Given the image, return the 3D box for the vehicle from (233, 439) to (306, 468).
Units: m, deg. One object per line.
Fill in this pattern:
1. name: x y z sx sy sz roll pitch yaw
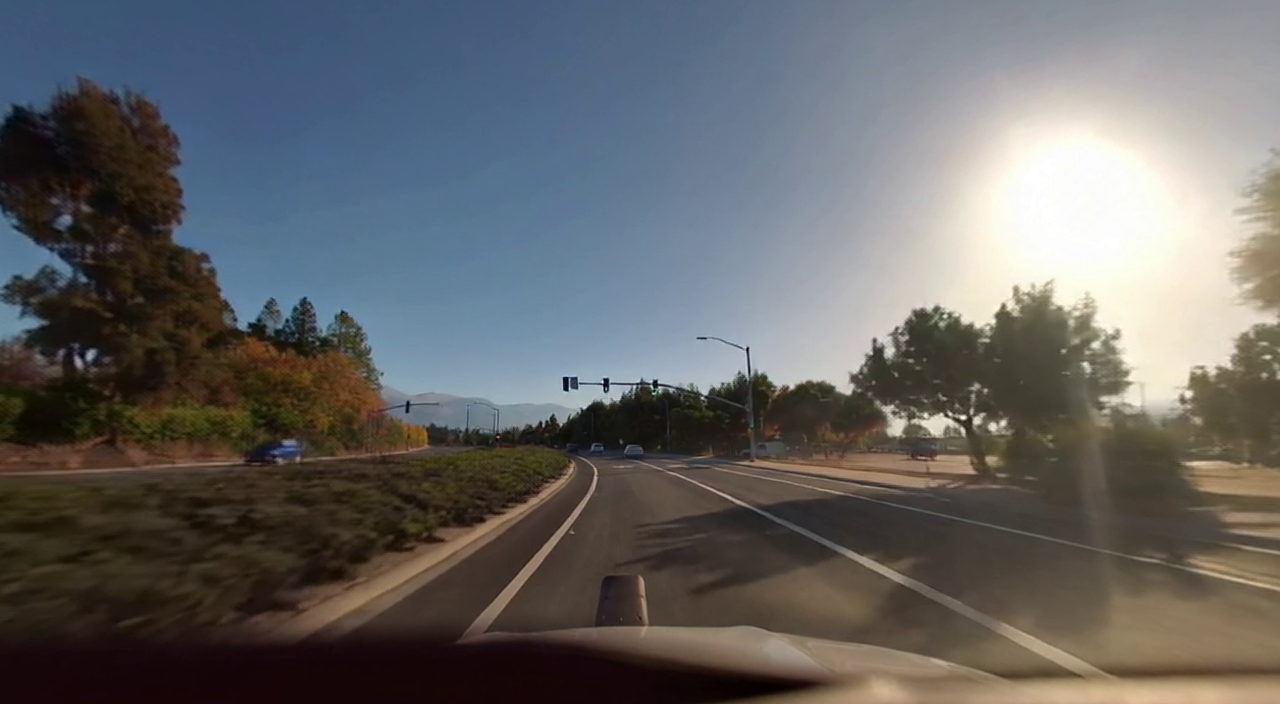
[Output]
1. vehicle: -22.229 6.077 38.104 1.905 1.624 4.549 0 -9 -4
